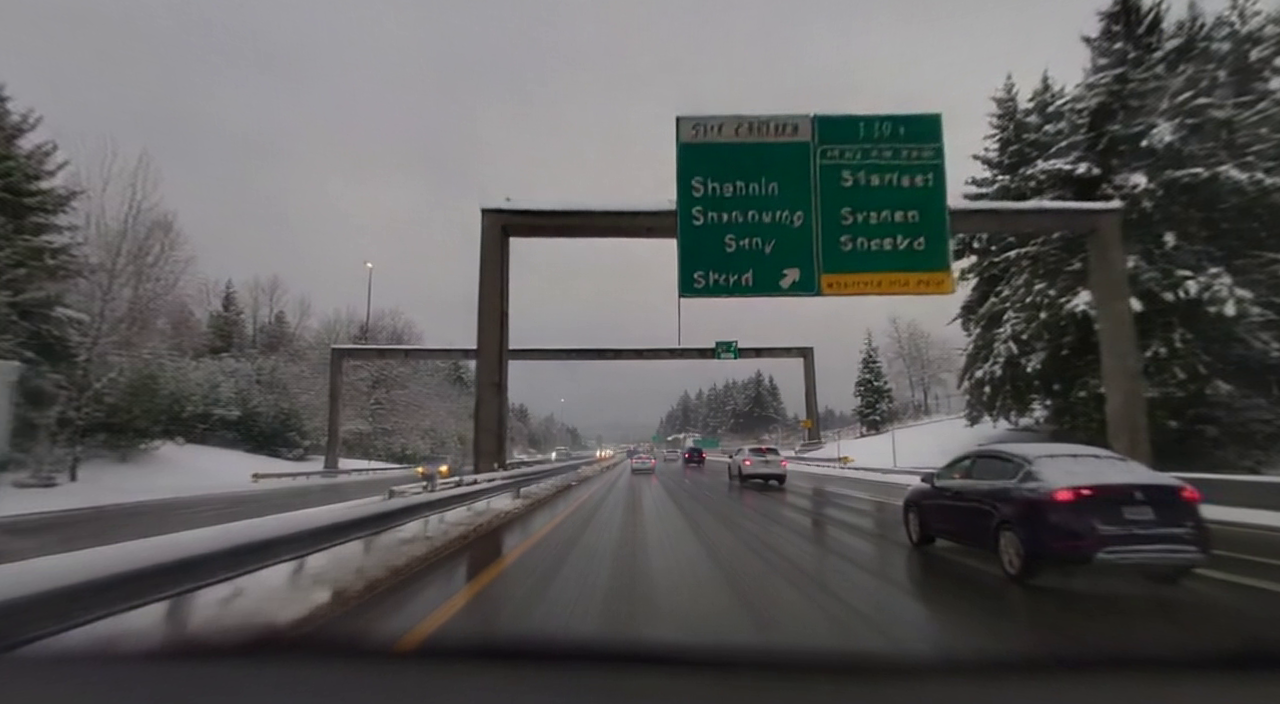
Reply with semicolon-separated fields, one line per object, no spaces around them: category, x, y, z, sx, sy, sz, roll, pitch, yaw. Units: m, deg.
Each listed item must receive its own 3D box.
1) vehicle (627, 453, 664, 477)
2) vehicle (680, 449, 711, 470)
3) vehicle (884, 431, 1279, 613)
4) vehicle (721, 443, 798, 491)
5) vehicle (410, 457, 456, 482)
vehicle;0.314;6.515;36.584;2.012;1.320;3.777;0;-9;0
vehicle;4.284;8.400;49.454;1.935;1.594;3.981;0;-9;-2
vehicle;4.548;1.725;7.231;1.952;1.495;3.740;0;-9;-1
vehicle;4.415;4.318;24.064;1.969;1.639;4.472;0;-9;-1
vehicle;-13.544;7.691;41.473;1.727;1.466;3.671;0;-9;1
